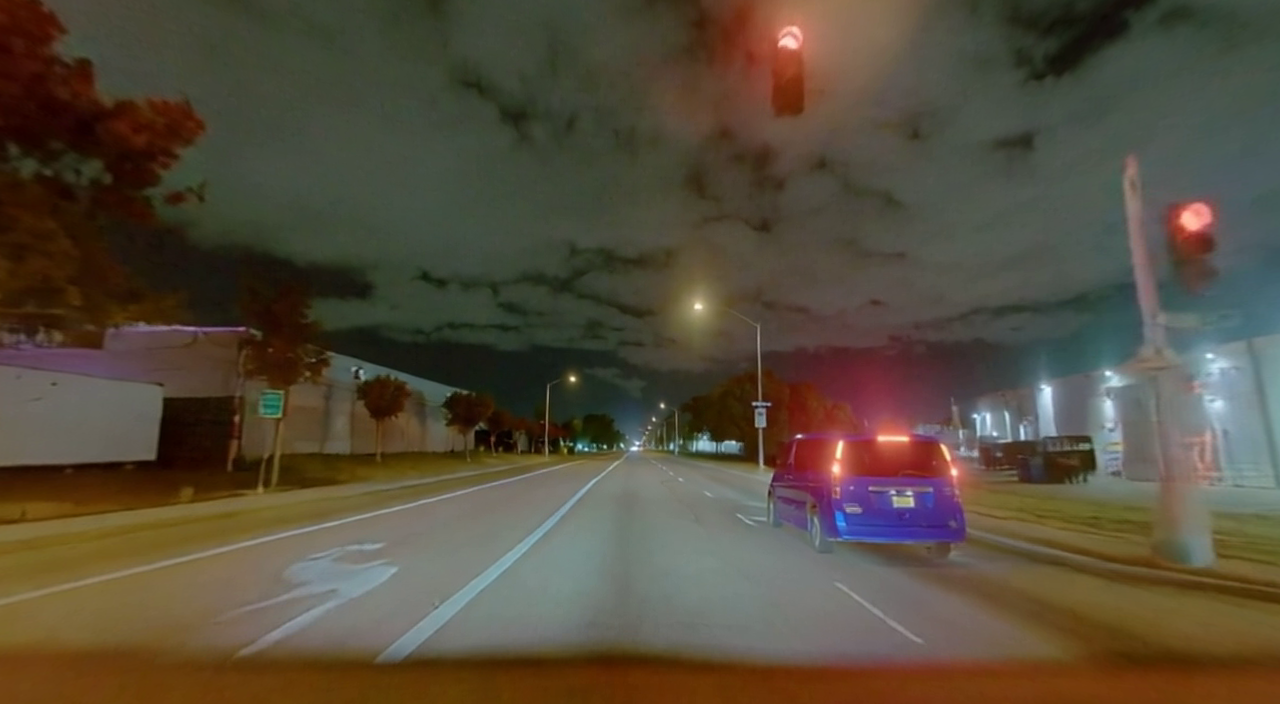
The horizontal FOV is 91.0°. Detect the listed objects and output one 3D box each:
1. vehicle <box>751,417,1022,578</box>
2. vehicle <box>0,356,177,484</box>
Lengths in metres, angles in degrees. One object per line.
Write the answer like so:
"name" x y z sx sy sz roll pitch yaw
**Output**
"vehicle" 3.316 2.091 9.829 2.202 1.822 4.826 1 -9 -1
"vehicle" -20.314 2.463 21.212 3.337 3.644 7.945 1 -10 -1
